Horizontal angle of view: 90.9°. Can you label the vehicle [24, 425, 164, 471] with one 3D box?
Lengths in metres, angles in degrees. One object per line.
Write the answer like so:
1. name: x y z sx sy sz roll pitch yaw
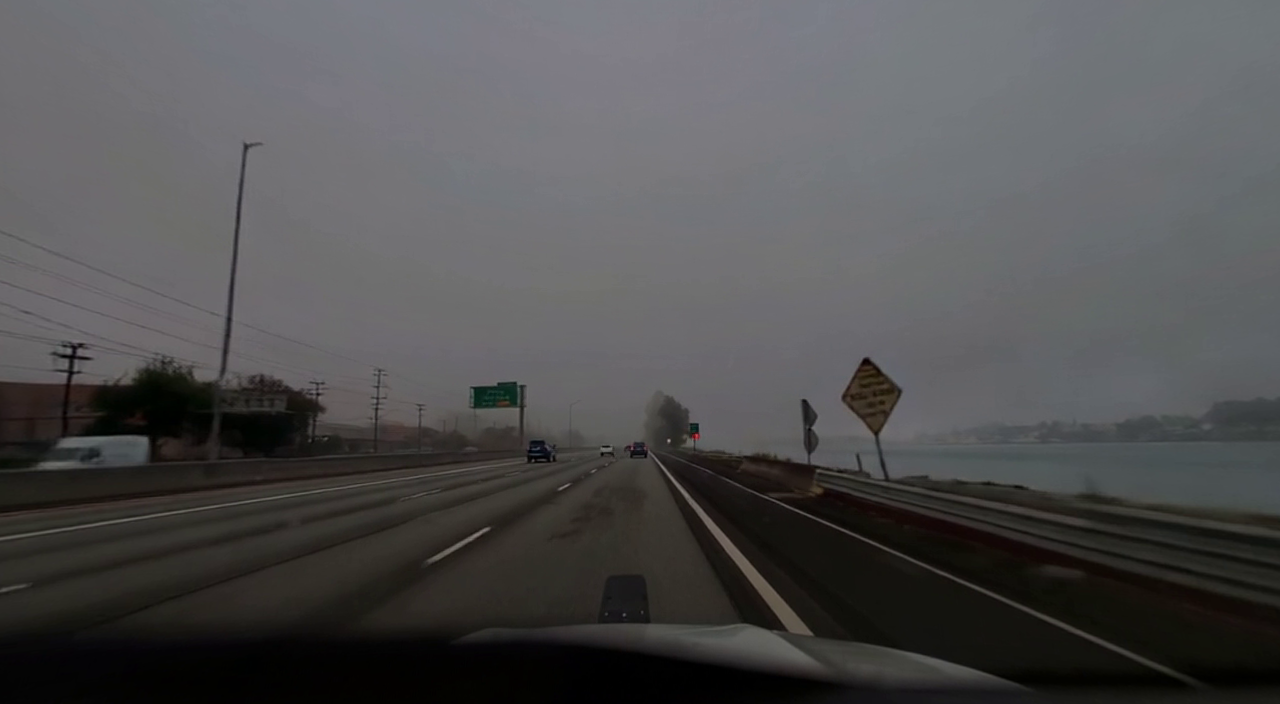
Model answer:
1. vehicle: -27.461 4.859 32.025 2.492 2.161 4.986 0 -8 2
